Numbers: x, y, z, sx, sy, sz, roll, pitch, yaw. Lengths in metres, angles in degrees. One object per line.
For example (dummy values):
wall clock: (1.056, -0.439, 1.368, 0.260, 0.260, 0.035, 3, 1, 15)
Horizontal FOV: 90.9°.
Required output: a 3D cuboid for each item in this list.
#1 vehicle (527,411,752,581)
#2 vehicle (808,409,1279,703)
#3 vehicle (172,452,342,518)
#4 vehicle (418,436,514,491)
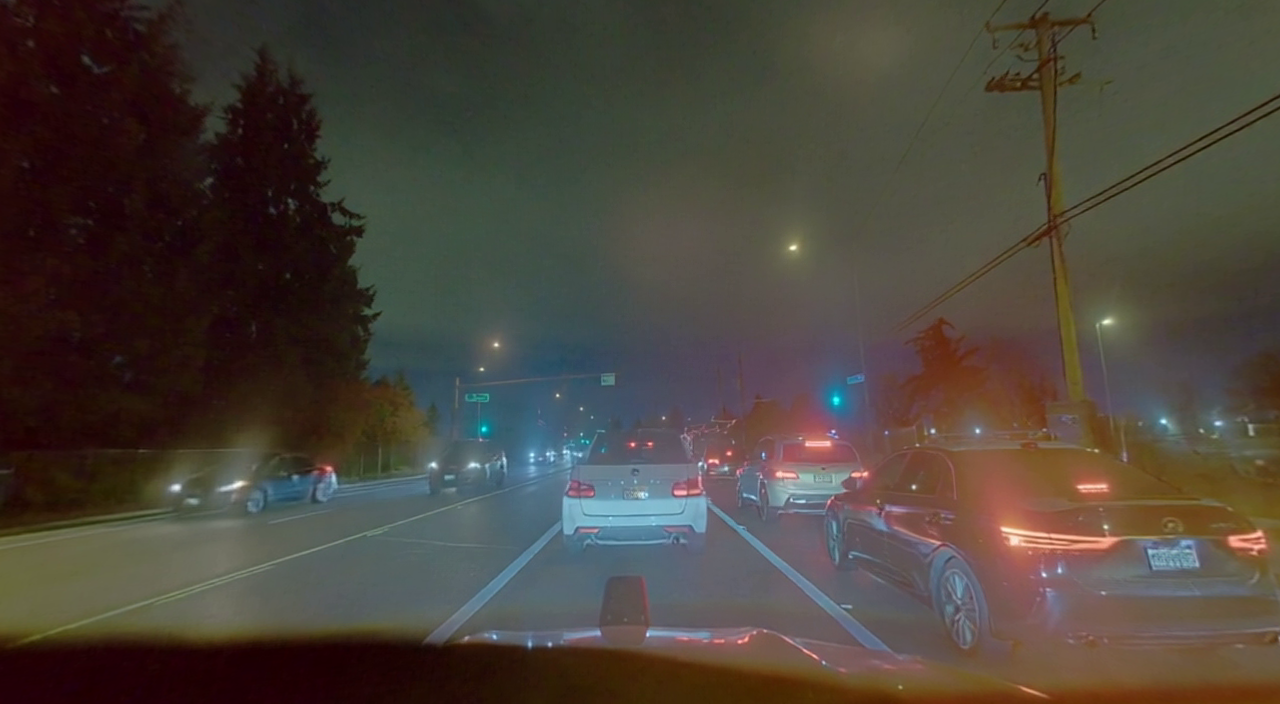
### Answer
vehicle: (0.007, 1.722, 8.323, 2.200, 1.653, 4.127, 0, -8, 0)
vehicle: (2.885, 1.316, 4.980, 1.950, 1.487, 4.275, 0, -8, 0)
vehicle: (-9.993, 3.459, 16.908, 1.921, 1.471, 4.137, 0, -8, 1)
vehicle: (-6.084, 3.951, 22.644, 2.068, 1.739, 4.572, 0, -8, 1)
